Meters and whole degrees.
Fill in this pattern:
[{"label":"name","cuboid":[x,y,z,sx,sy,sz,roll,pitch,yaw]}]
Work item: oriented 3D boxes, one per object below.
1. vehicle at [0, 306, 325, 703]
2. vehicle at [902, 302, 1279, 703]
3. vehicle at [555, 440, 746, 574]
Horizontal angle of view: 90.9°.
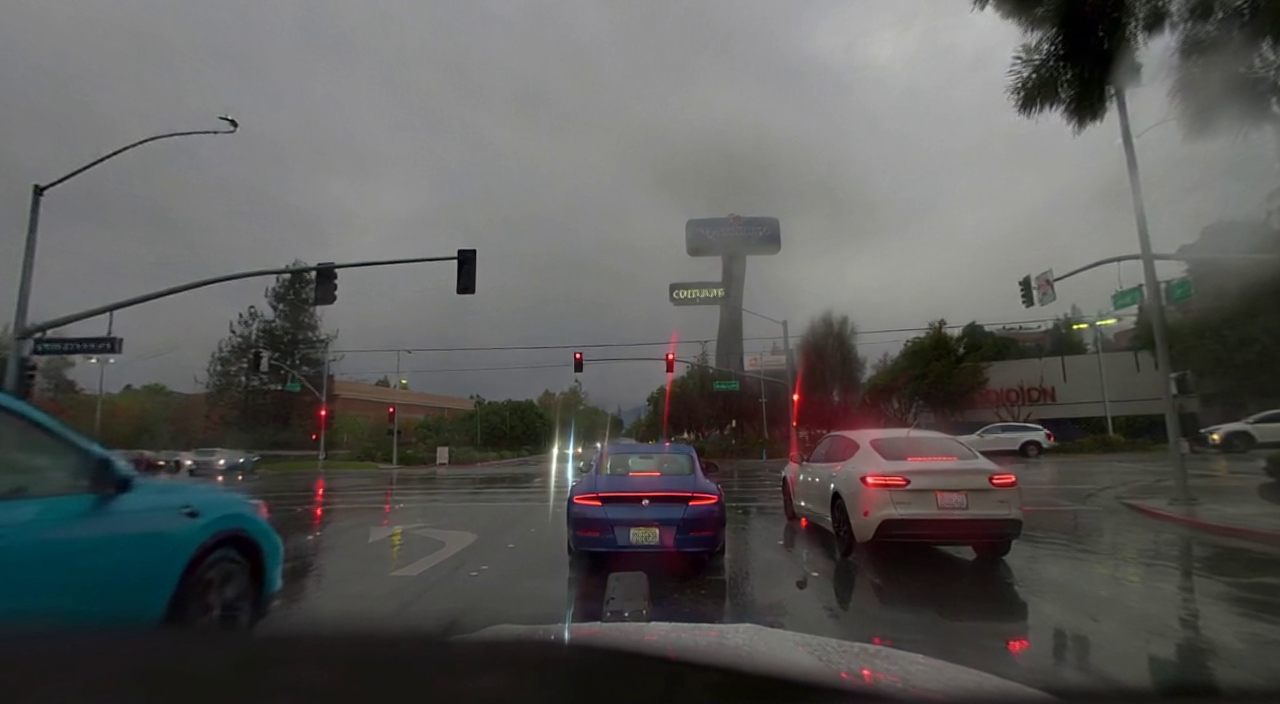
[{"label":"vehicle","cuboid":[-3.298,0.697,1.949,2.061,1.781,4.842,0,-8,1]},{"label":"vehicle","cuboid":[3.099,0.808,2.532,2.143,1.759,4.531,0,-8,0]},{"label":"vehicle","cuboid":[0.120,1.871,8.396,1.945,1.343,3.827,0,-8,0]}]
